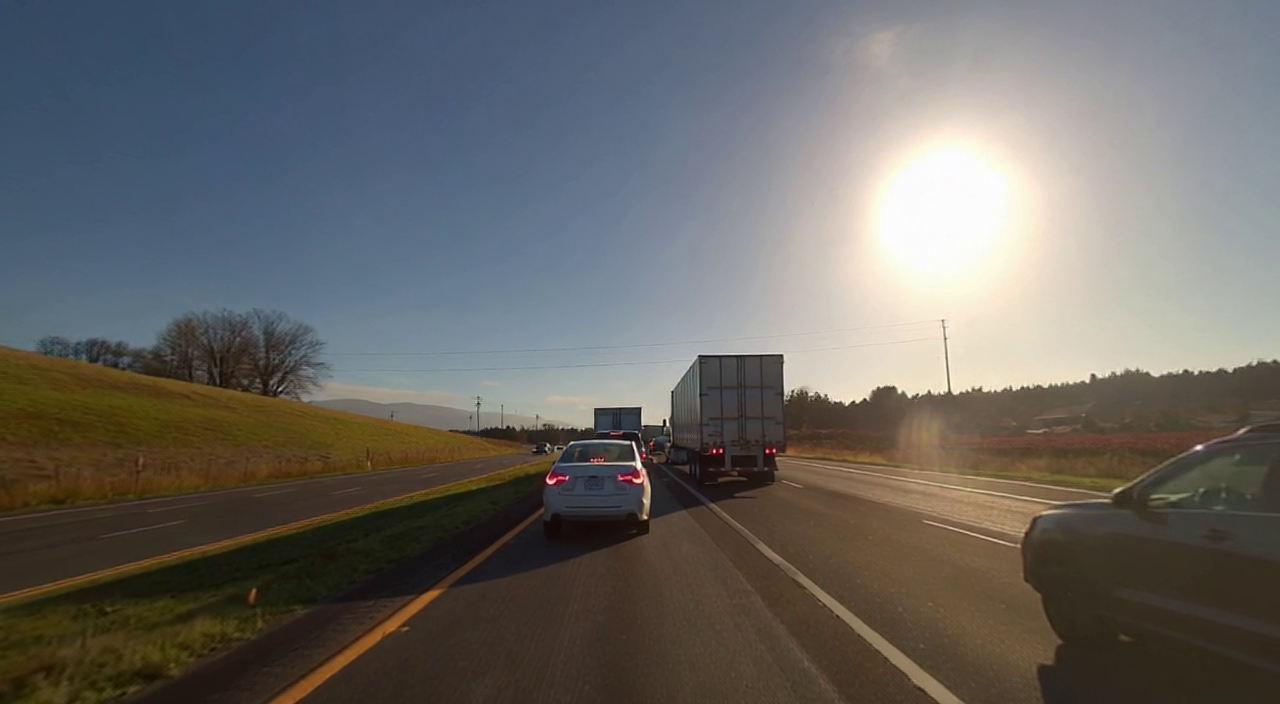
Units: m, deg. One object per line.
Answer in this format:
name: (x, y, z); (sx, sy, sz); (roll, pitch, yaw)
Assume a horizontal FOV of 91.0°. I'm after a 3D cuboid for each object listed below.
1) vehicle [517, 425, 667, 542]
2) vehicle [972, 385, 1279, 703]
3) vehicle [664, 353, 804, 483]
vehicle: (-0.688, 2.065, 10.557); (2.009, 1.554, 4.013); (0, -8, -1)
vehicle: (3.583, 0.889, 2.510); (1.960, 1.515, 4.713); (0, -8, 0)
vehicle: (3.427, 3.343, 29.127); (3.591, 4.290, 16.696); (0, -8, -1)
